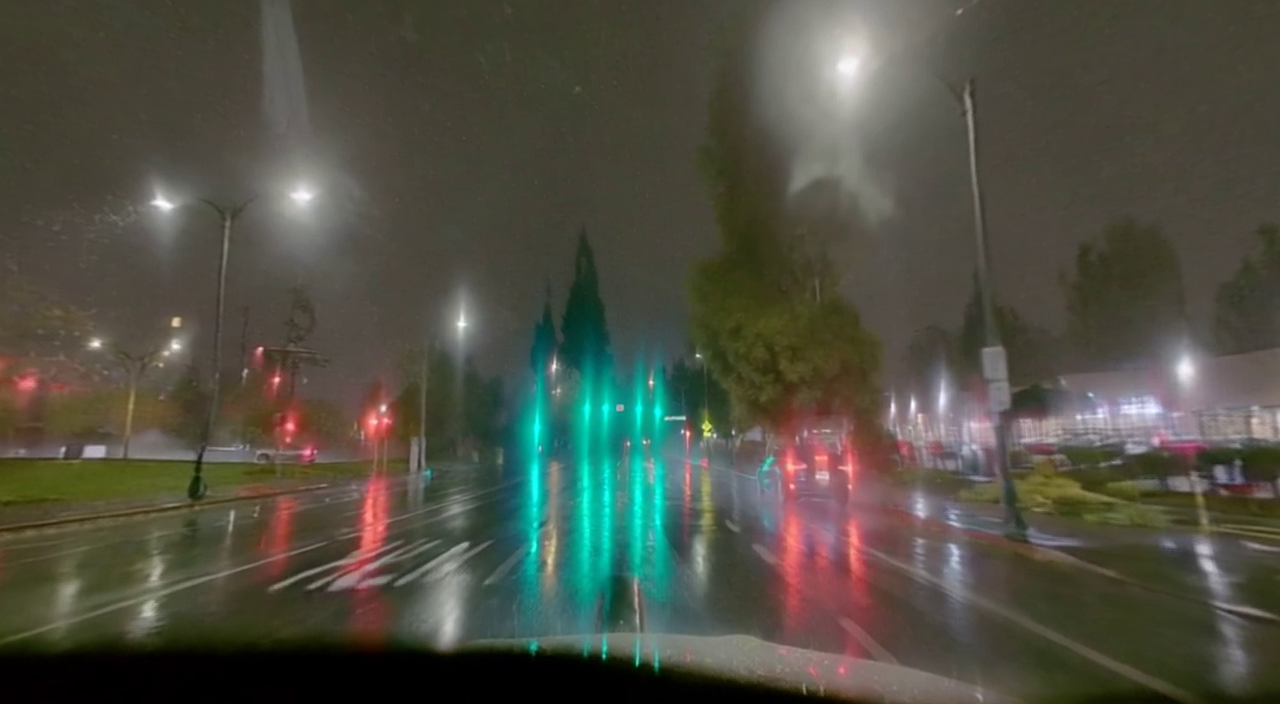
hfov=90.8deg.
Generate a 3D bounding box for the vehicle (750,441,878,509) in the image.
[{"bbox_3d":[4.242,3.043,16.232,1.856,1.462,4.501,1,-8,-2],"label":"vehicle"}]
